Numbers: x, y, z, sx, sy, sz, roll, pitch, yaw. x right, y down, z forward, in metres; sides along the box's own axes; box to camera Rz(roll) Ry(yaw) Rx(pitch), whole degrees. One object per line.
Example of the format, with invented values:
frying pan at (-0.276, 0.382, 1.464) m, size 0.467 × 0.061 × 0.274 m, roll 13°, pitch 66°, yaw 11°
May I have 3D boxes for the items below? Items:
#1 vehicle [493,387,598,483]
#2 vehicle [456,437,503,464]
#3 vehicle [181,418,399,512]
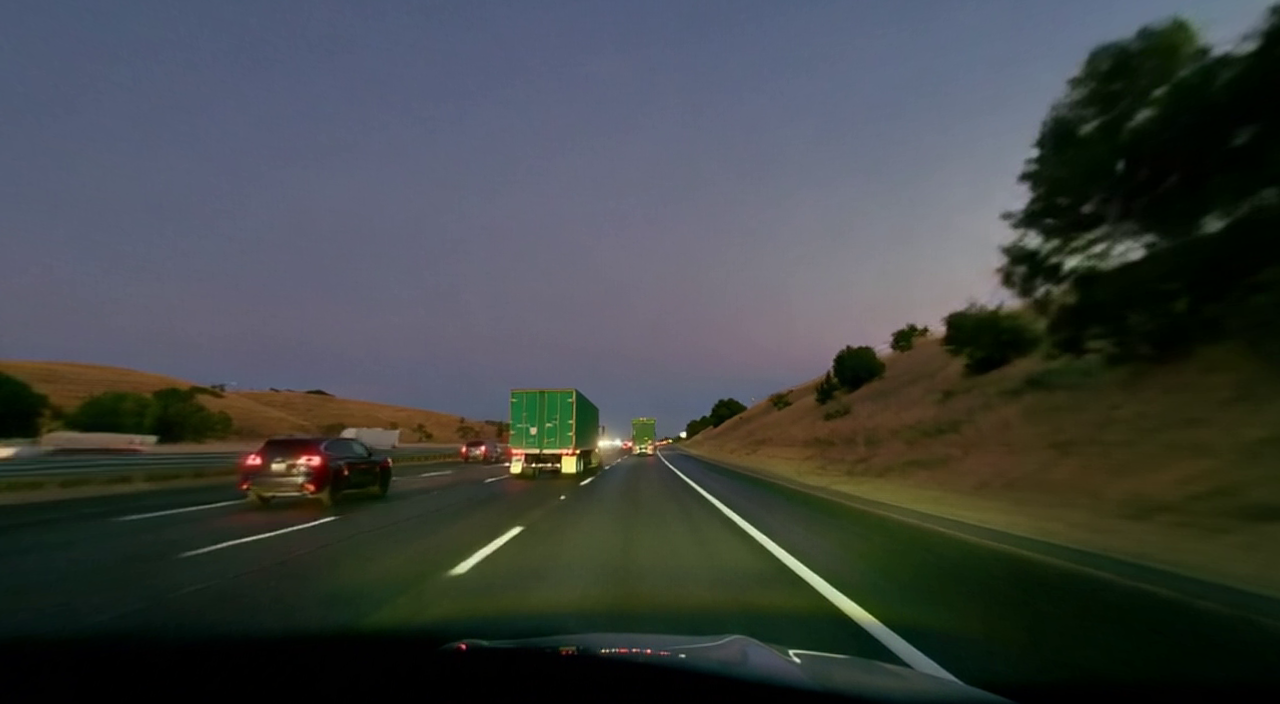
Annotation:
vehicle at (-3.606, 3.667, 27.257) m, size 2.789 × 3.271 × 10.894 m, roll 1°, pitch -8°, yaw 0°
vehicle at (-10.683, 6.591, 42.148) m, size 1.964 × 1.652 × 4.071 m, roll 1°, pitch -8°, yaw 1°
vehicle at (-7.481, 2.476, 14.213) m, size 2.125 × 1.725 × 4.715 m, roll 1°, pitch -8°, yaw 1°
